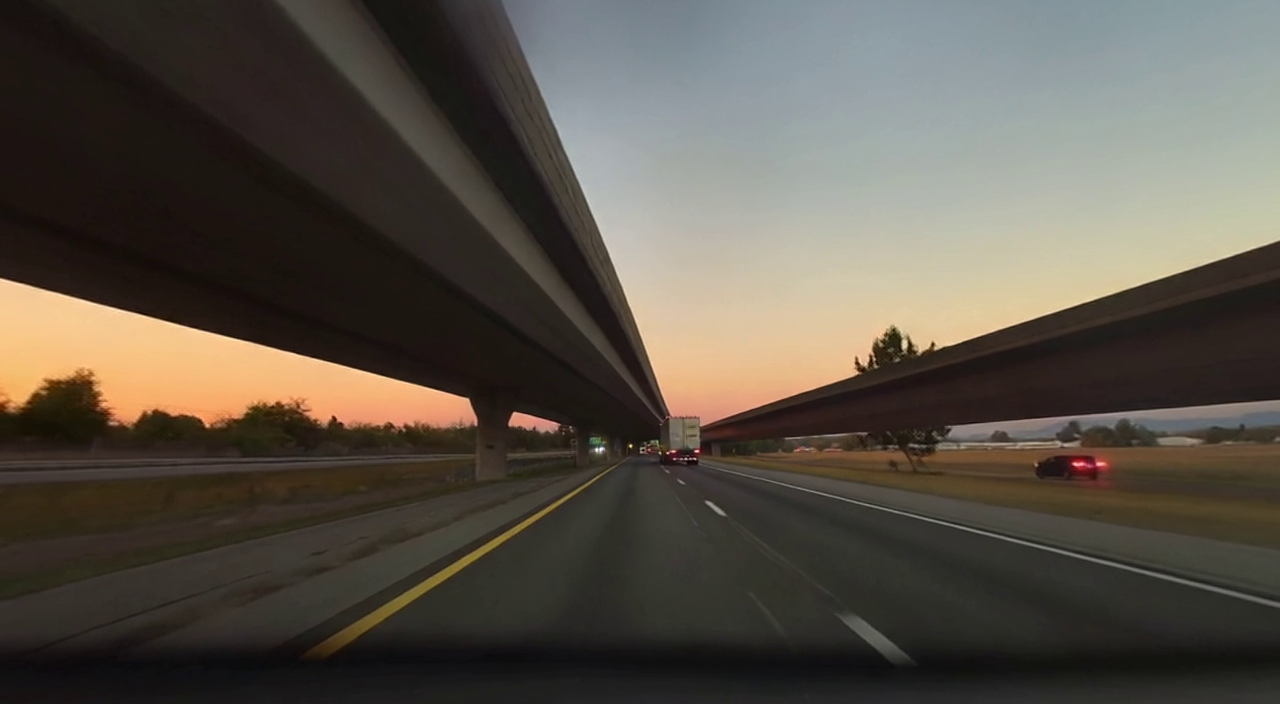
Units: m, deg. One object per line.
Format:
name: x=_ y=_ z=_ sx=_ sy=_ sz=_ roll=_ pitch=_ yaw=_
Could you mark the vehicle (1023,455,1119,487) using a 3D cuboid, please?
vehicle: x=21.909 y=6.050 z=32.232 sx=1.836 sy=1.499 sz=3.936 roll=1 pitch=-9 yaw=-7
